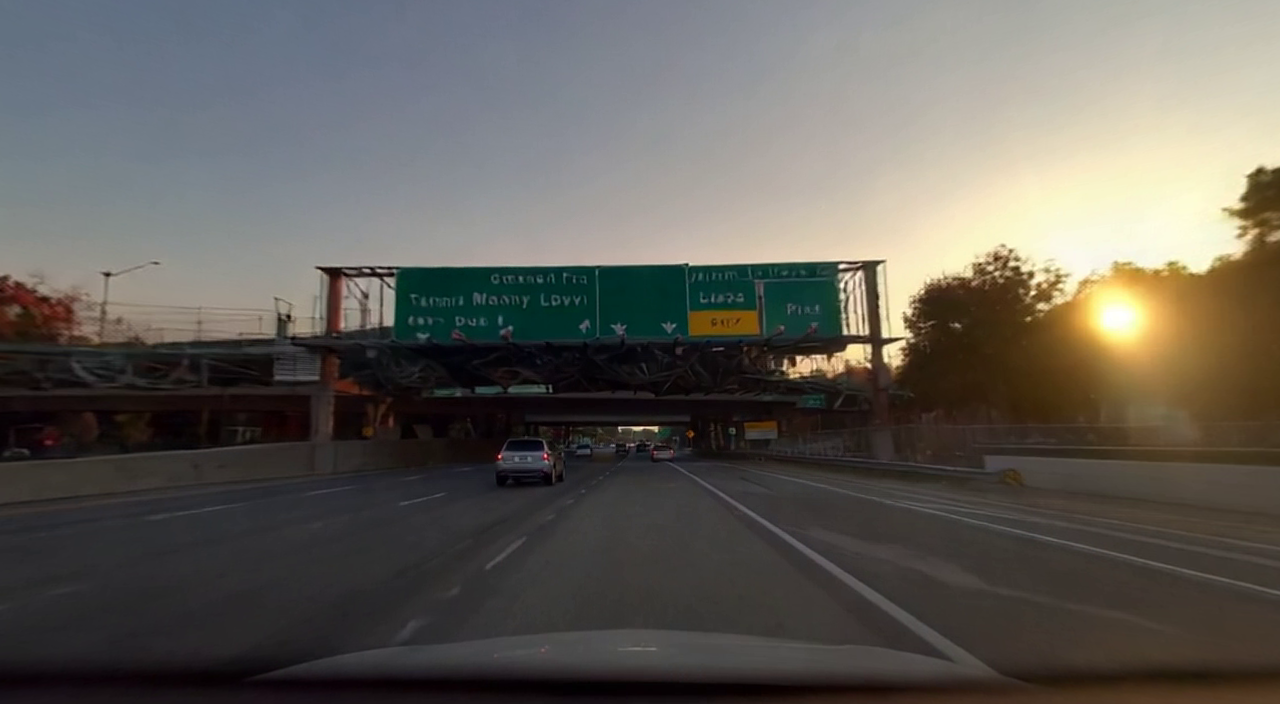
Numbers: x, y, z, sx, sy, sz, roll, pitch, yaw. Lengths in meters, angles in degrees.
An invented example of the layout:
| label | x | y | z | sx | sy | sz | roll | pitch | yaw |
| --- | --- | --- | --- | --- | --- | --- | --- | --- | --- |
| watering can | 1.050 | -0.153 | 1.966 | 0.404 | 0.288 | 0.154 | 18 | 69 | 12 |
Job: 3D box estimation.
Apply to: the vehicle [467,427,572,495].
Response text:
| label | x | y | z | sx | sy | sz | roll | pitch | yaw |
| --- | --- | --- | --- | --- | --- | --- | --- | --- | --- |
| vehicle | -3.399 | 3.186 | 18.789 | 2.214 | 1.759 | 4.435 | -1 | -8 | 1 |

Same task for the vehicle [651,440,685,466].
| label | x | y | z | sx | sy | sz | roll | pitch | yaw |
| --- | --- | --- | --- | --- | --- | --- | --- | --- | --- |
| vehicle | 1.768 | 6.486 | 40.693 | 2.023 | 1.589 | 4.030 | -1 | -8 | 1 |
